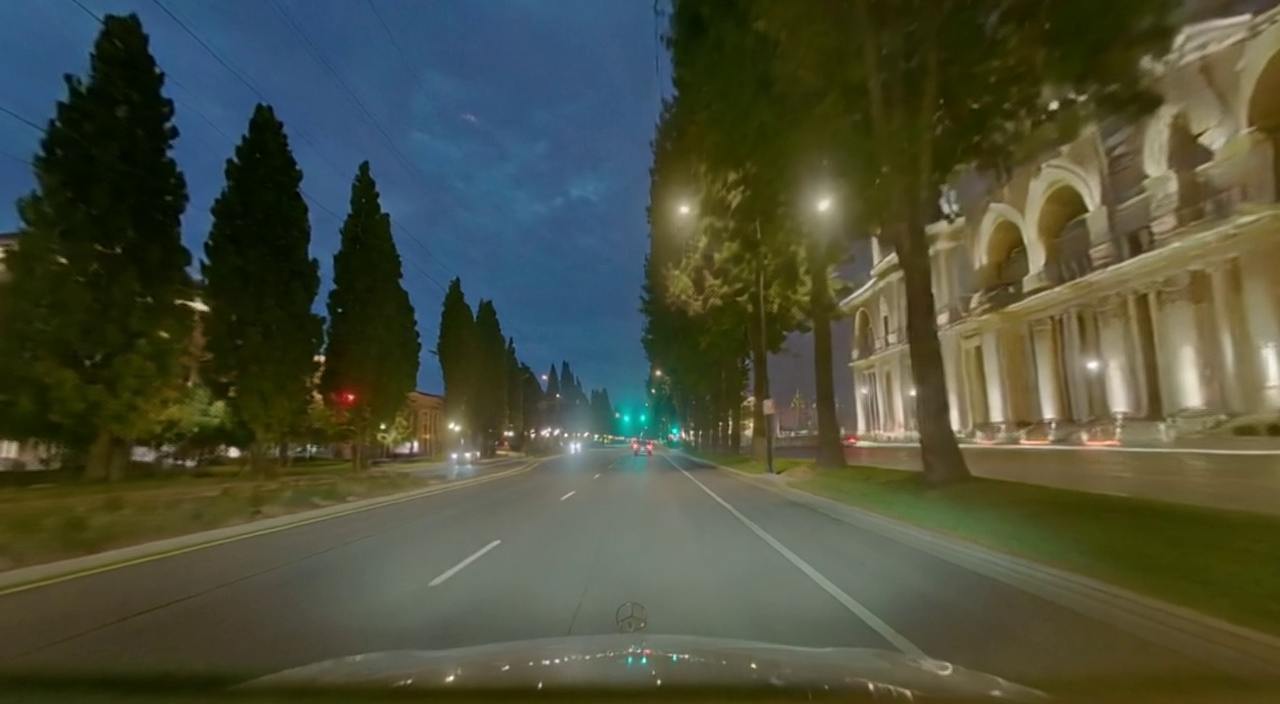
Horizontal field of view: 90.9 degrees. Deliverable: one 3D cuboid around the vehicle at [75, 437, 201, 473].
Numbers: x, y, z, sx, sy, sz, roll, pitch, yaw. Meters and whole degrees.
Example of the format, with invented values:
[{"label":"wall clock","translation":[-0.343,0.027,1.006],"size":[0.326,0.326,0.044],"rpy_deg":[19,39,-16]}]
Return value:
[{"label":"vehicle","translation":[-36.399,7.478,46.000],"size":[2.132,2.424,6.702],"rpy_deg":[-5,-10,31]}]
